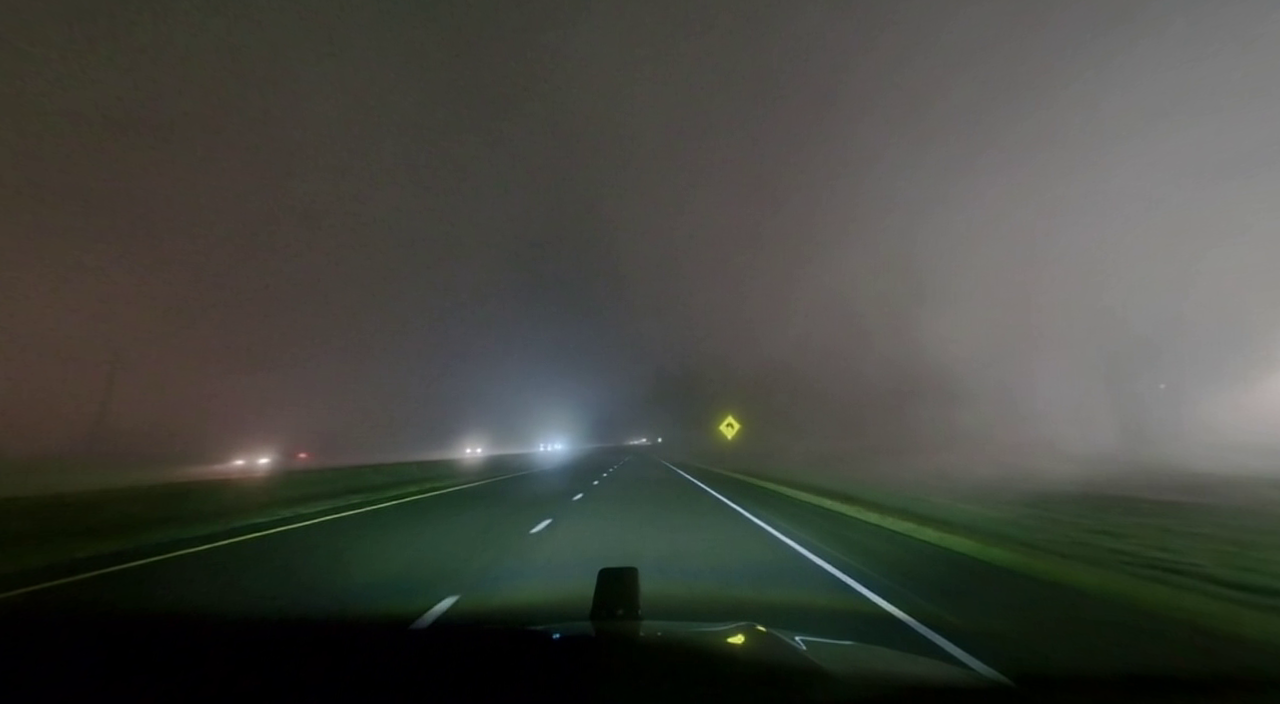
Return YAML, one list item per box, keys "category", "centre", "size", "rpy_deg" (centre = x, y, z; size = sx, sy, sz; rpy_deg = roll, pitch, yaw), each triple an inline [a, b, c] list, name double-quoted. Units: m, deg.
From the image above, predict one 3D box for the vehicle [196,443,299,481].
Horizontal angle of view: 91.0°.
- category: "vehicle"
  centre: [-19.241, 5.406, 31.185]
  size: [1.988, 1.732, 4.634]
  rpy_deg: [0, -9, 2]
